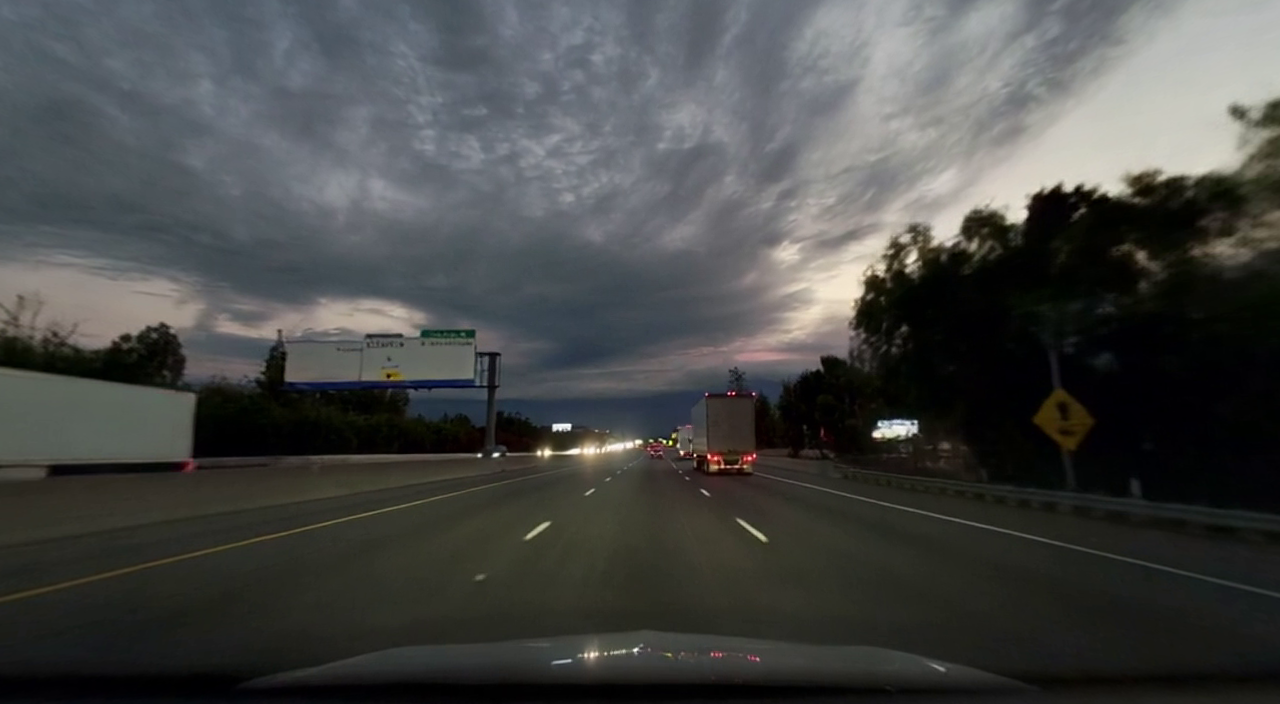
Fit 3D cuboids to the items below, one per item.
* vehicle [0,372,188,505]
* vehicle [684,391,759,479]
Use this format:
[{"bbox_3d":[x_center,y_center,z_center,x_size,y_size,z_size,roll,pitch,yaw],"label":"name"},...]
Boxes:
[{"bbox_3d":[-18.901,2.596,18.707,3.346,3.543,9.948,0,-9,1],"label":"vehicle"},{"bbox_3d":[4.476,5.044,37.797,2.826,4.269,14.176,0,-8,1],"label":"vehicle"}]
